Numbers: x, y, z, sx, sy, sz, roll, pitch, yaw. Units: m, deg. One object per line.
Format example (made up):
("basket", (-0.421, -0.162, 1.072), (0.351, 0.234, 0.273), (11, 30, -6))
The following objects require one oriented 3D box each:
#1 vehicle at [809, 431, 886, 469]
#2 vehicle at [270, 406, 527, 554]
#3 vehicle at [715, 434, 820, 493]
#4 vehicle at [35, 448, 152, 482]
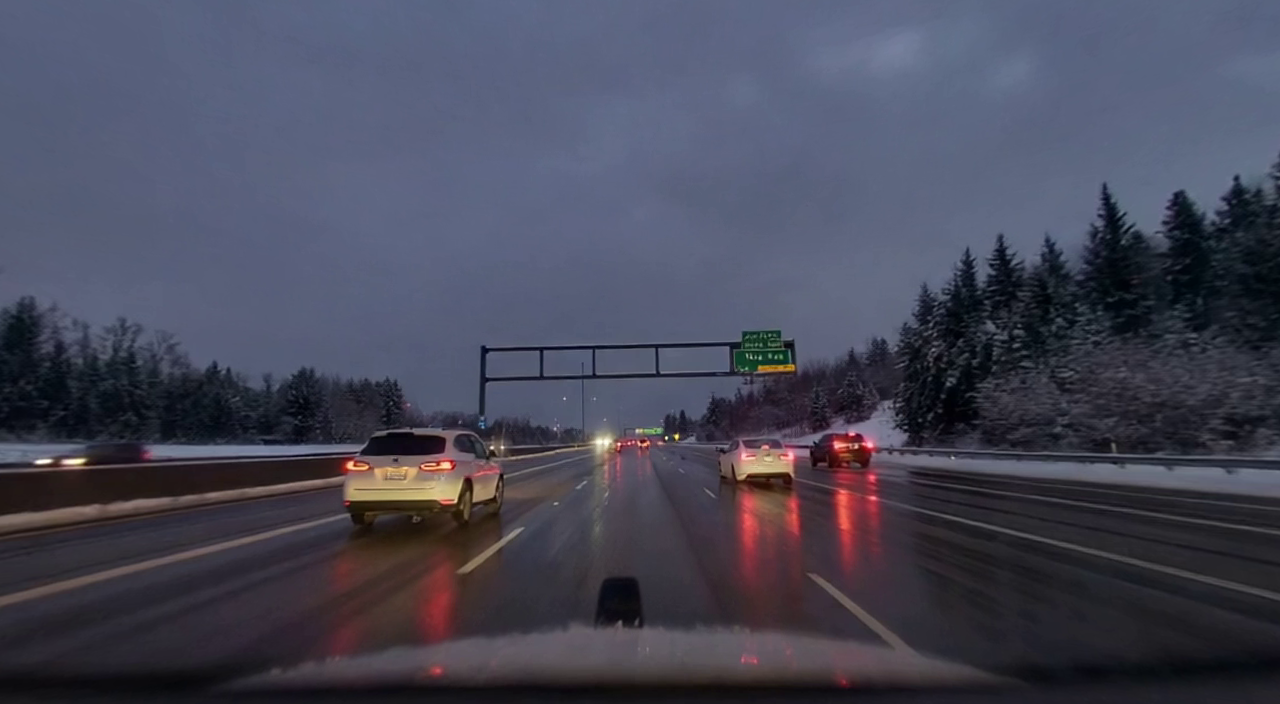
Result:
("vehicle", (11.175, 5.326, 34.524), (2.223, 1.865, 5.704), (0, -8, -1))
("vehicle", (-3.281, 1.858, 9.833), (2.193, 1.746, 4.512), (0, -8, 0))
("vehicle", (3.700, 3.341, 19.292), (2.107, 1.550, 4.949), (0, -8, -1))
("vehicle", (-26.675, 5.494, 31.023), (1.831, 1.479, 4.309), (0, -8, 1))
